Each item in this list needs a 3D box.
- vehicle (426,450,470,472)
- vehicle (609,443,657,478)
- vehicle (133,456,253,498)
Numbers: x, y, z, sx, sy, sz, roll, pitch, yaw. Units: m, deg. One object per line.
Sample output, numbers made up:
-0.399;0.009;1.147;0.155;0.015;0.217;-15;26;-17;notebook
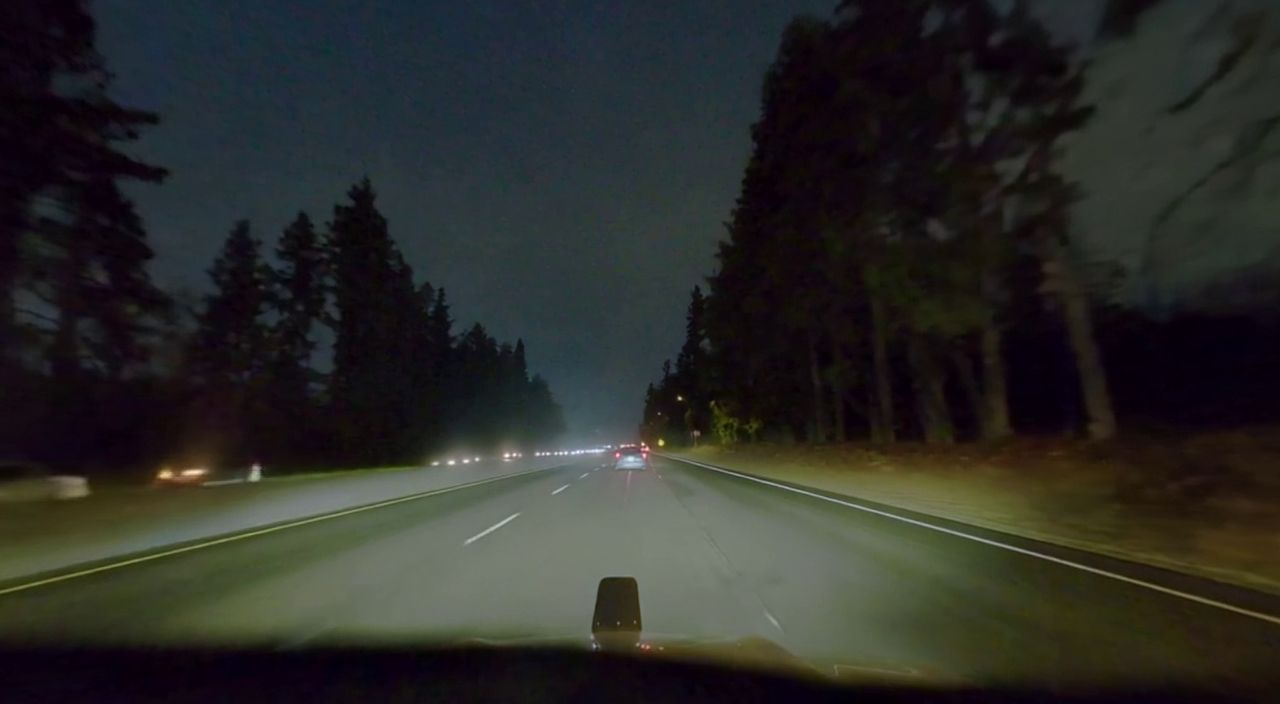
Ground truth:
-13.897;7.881;45.640;1.896;1.509;4.060;0;-9;0;vehicle
-0.333;5.138;29.891;2.095;1.537;4.017;0;-9;-1;vehicle
-17.982;5.009;25.506;1.838;1.507;4.135;0;-9;-1;vehicle
